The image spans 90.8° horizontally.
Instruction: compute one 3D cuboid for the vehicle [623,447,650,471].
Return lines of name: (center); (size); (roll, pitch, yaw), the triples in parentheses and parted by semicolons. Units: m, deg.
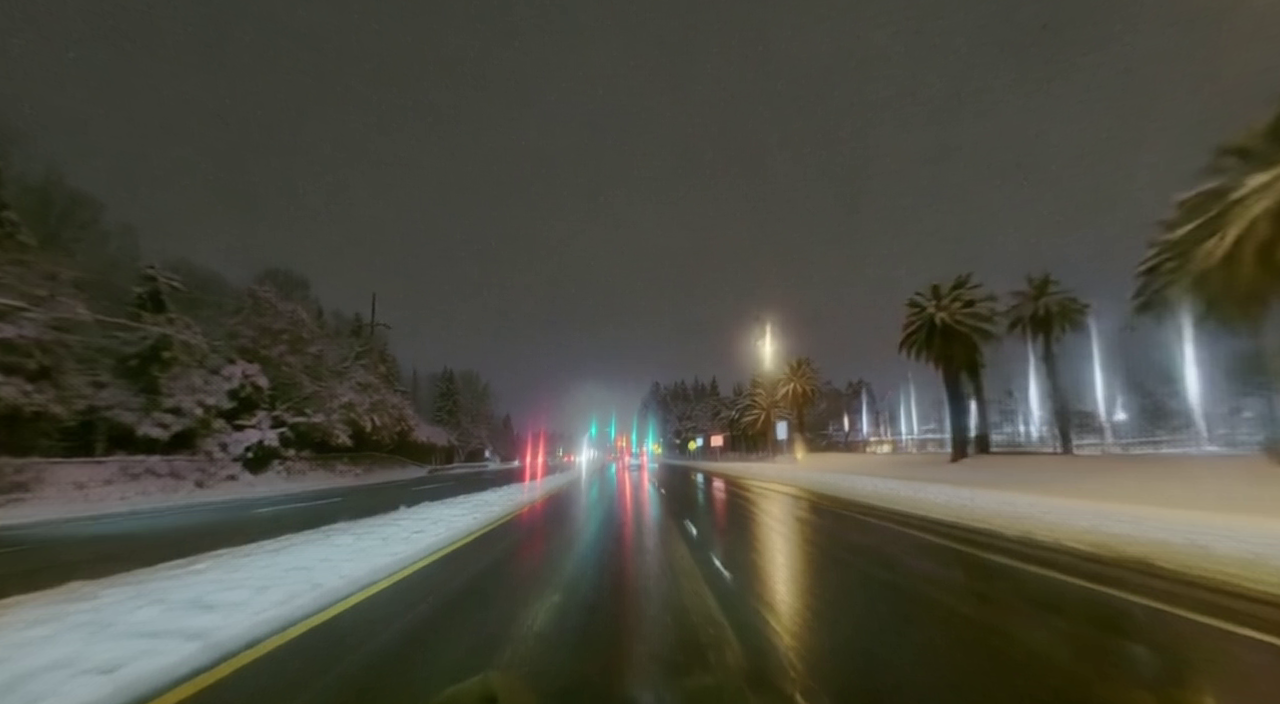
vehicle: (-0.319, 8.320, 49.308); (2.001, 1.688, 4.128); (0, -8, -2)
